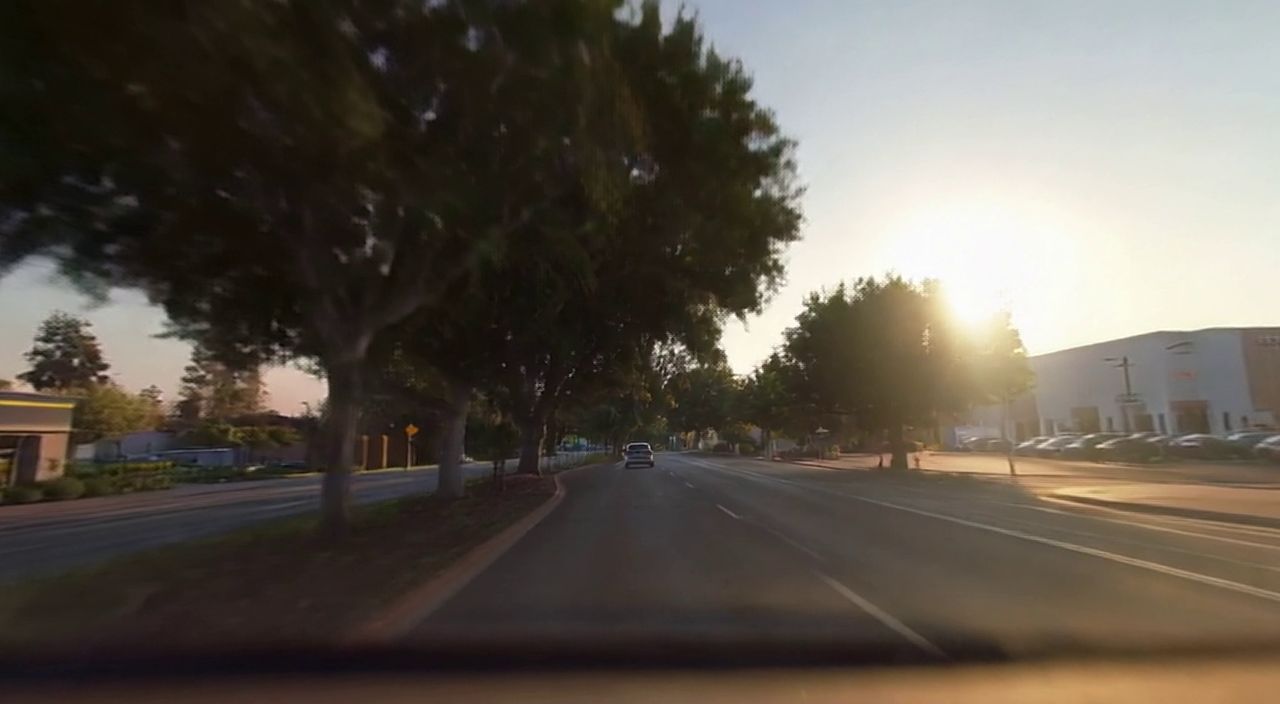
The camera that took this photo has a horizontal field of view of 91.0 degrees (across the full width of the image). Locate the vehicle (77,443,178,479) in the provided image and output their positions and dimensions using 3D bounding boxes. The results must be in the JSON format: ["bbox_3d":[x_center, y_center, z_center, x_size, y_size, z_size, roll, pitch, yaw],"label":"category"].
[{"bbox_3d":[-31.461,6.669,38.899,2.155,2.023,5.077,0,-9,-4],"label":"vehicle"}]

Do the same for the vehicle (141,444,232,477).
[{"bbox_3d":[-28.181,6.726,39.353,2.191,1.947,5.156,1,-9,-5],"label":"vehicle"}]

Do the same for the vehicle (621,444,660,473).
[{"bbox_3d":[-0.014,5.707,34.048,1.998,1.452,3.773,0,-9,-2],"label":"vehicle"}]
